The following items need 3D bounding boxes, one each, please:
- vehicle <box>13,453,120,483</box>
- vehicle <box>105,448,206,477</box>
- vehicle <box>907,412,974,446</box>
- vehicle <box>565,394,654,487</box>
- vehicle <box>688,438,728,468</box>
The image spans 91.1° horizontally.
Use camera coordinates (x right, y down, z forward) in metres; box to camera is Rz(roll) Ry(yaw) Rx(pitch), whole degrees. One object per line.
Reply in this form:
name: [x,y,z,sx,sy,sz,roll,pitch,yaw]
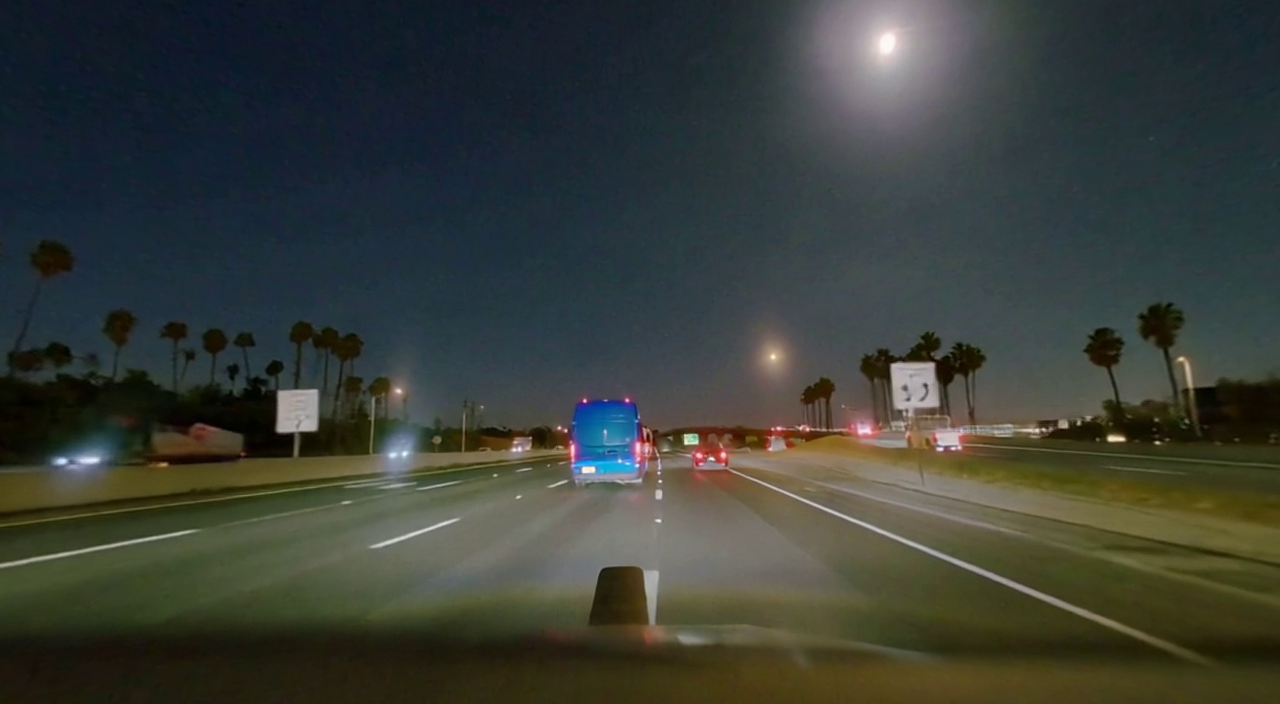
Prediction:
vehicle: [-32.992,6.645,36.322,1.835,1.559,4.456,0,-9,3]
vehicle: [-28.678,6.524,37.415,2.009,1.600,4.743,-1,-9,4]
vehicle: [21.516,5.620,45.250,2.445,2.240,5.659,-1,-8,5]
vehicle: [-0.866,3.088,21.871,2.476,2.776,5.598,0,-8,3]
vehicle: [3.911,5.877,36.674,1.987,1.648,3.984,0,-8,2]
